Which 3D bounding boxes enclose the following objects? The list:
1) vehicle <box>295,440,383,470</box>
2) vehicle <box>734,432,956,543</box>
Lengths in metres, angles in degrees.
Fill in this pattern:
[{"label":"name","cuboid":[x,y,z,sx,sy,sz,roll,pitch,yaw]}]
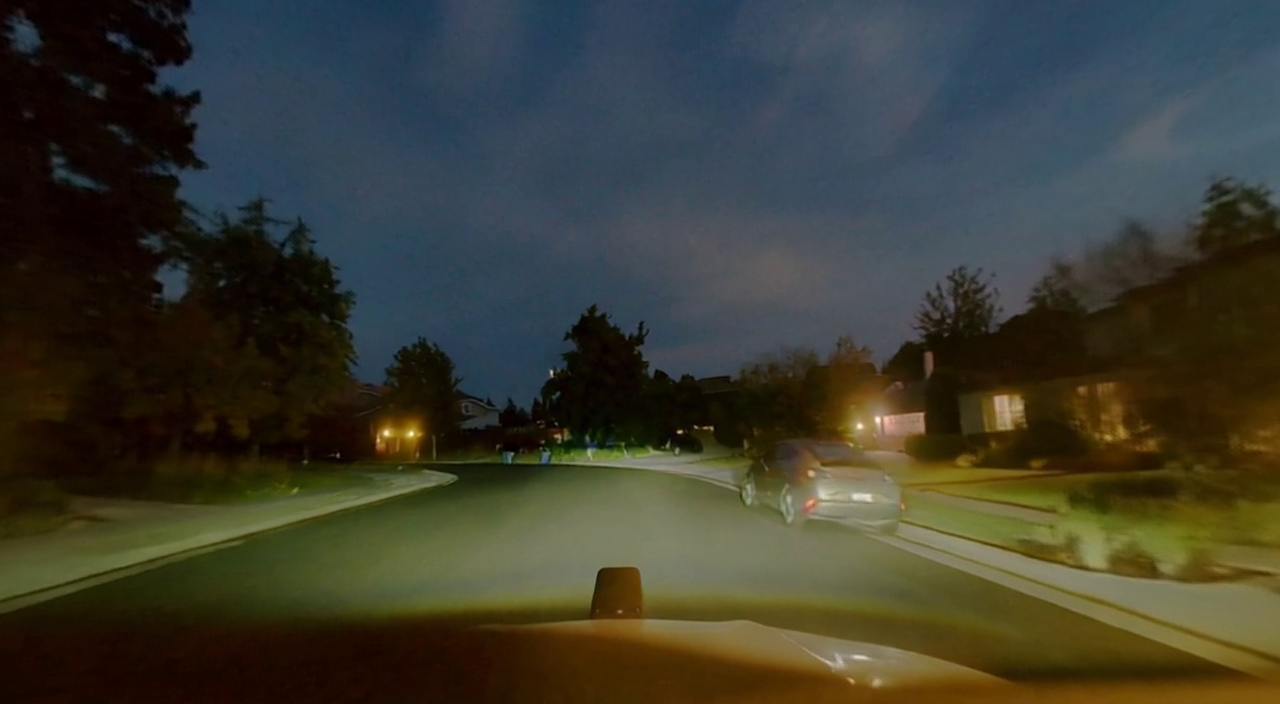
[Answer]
[{"label":"vehicle","cuboid":[-18.064,6.176,37.835,4.330,1.657,2.037,-2,-9,14]},{"label":"vehicle","cuboid":[3.159,2.189,10.969,1.998,1.489,4.722,0,-8,-4]}]
